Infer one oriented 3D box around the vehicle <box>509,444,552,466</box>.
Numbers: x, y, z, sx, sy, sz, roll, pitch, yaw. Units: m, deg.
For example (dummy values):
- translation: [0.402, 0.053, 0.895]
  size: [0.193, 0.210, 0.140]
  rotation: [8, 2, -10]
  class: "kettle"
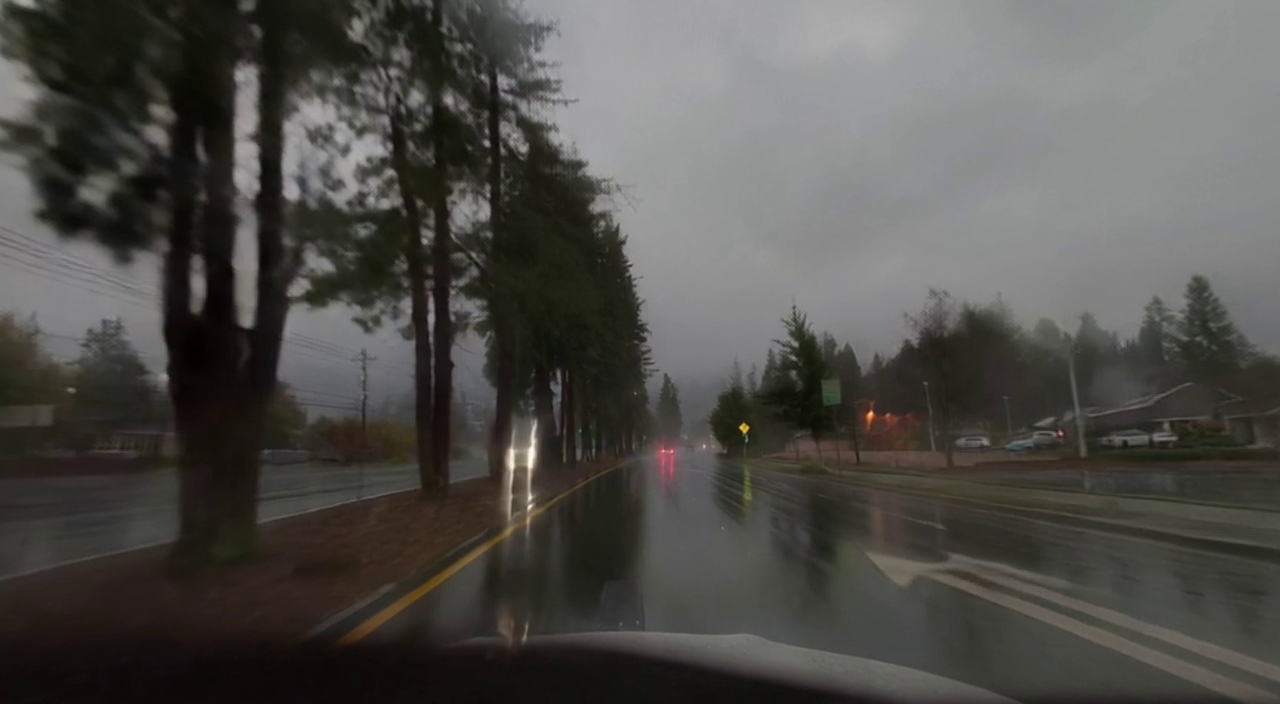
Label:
- translation: [-8.478, 8.007, 49.294]
  size: [2.181, 1.635, 4.542]
  rotation: [-1, -8, 5]
  class: "vehicle"
